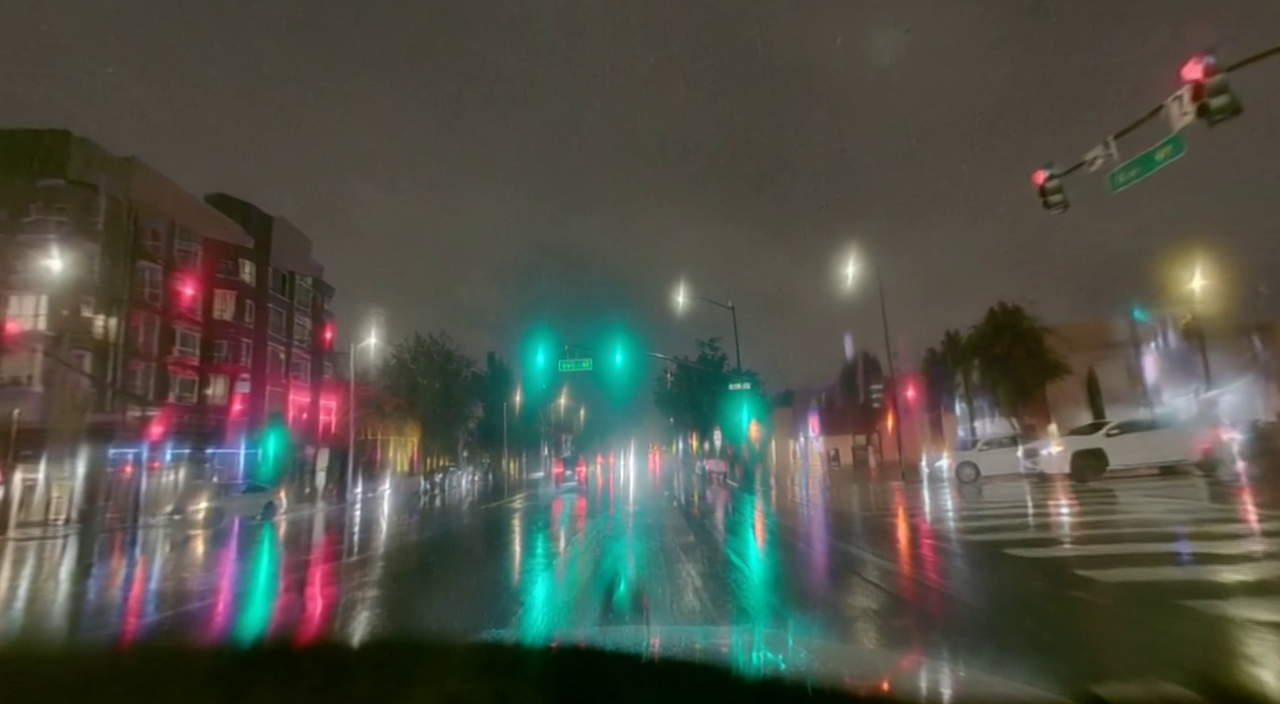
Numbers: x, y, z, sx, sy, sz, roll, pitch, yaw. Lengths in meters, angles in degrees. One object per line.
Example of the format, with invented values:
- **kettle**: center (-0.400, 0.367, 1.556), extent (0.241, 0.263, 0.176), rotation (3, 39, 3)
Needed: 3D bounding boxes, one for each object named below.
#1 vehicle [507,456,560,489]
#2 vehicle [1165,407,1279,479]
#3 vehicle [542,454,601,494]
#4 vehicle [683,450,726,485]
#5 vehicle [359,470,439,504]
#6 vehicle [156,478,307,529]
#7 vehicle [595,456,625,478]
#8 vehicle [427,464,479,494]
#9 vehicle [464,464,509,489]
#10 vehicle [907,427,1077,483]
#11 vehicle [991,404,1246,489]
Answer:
- **vehicle**: center (-5.626, 6.405, 33.756), extent (1.942, 1.559, 4.298), rotation (-1, -8, 2)
- **vehicle**: center (14.976, 2.016, 14.027), extent (4.801, 1.497, 1.895), rotation (0, -8, 0)
- **vehicle**: center (-2.856, 5.173, 27.029), extent (1.973, 1.496, 3.713), rotation (-1, -8, 2)
- **vehicle**: center (3.601, 6.508, 35.799), extent (1.924, 1.765, 3.954), rotation (0, -8, -1)
- **vehicle**: center (-12.133, 6.819, 32.122), extent (1.934, 1.434, 4.636), rotation (-1, -8, 5)
- **vehicle**: center (-15.583, 5.766, 24.383), extent (1.999, 1.466, 4.535), rotation (-3, -9, 18)
- **vehicle**: center (-2.273, 8.792, 48.306), extent (1.916, 1.487, 4.535), rotation (-1, -8, 2)
- **vehicle**: center (-11.729, 7.975, 39.815), extent (1.933, 1.628, 3.973), rotation (-1, -8, 3)
- **vehicle**: center (-11.315, 9.203, 46.769), extent (2.041, 1.526, 4.749), rotation (0, -8, 1)
- **vehicle**: center (11.265, 3.325, 20.413), extent (4.288, 1.689, 1.909), rotation (-1, -8, 1)
- **vehicle**: center (12.813, 2.552, 17.204), extent (5.004, 1.771, 2.159), rotation (-5, -8, 1)
